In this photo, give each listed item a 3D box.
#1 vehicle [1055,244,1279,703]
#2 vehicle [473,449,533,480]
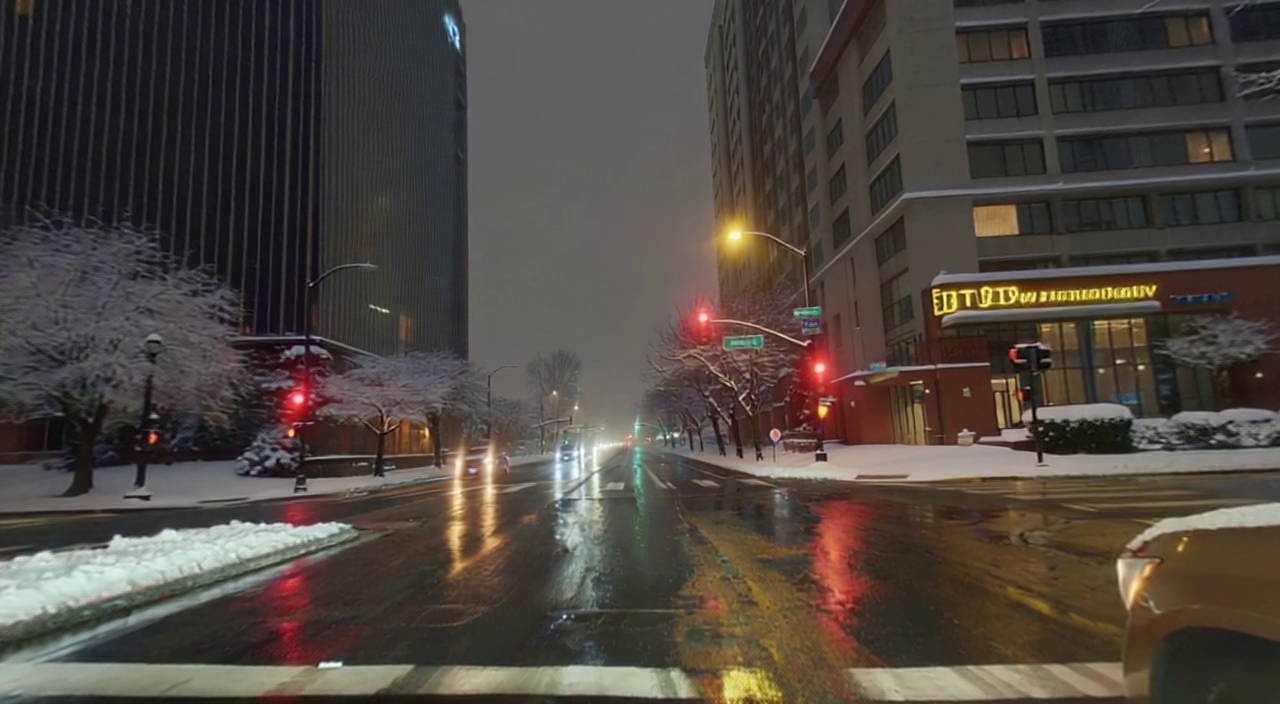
[{"bbox_3d":[2.601,0.417,0.114,2.058,1.793,4.429,0,-9,1],"label":"vehicle"},{"bbox_3d":[-6.965,5.766,32.574,1.893,1.451,4.276,-1,-9,3],"label":"vehicle"}]
